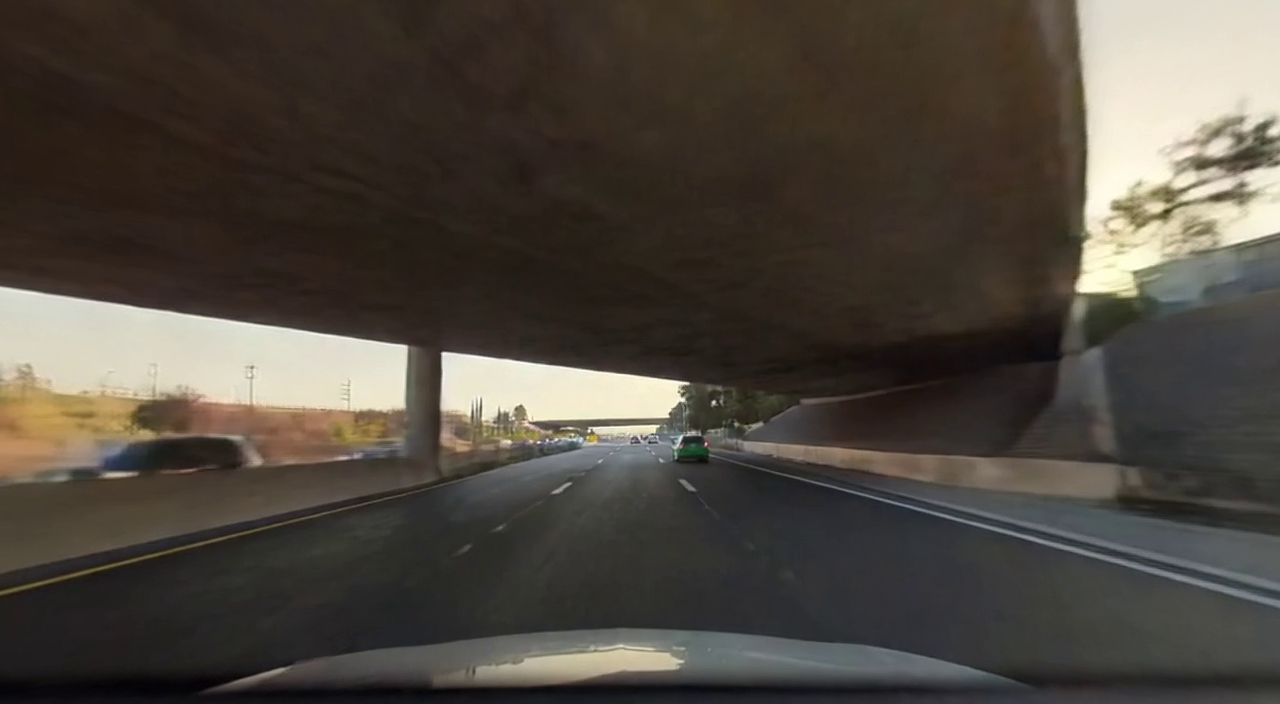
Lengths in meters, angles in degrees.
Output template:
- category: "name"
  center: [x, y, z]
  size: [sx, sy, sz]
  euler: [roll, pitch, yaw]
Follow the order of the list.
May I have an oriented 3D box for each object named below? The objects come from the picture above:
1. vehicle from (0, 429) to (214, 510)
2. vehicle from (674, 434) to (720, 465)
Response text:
- category: "vehicle"
  center: [-12.292, 2.578, 14.421]
  size: [1.949, 1.556, 4.350]
  euler: [0, -8, 0]
- category: "vehicle"
  center: [2.815, 4.918, 31.940]
  size: [1.946, 1.481, 3.969]
  euler: [0, -8, -1]
